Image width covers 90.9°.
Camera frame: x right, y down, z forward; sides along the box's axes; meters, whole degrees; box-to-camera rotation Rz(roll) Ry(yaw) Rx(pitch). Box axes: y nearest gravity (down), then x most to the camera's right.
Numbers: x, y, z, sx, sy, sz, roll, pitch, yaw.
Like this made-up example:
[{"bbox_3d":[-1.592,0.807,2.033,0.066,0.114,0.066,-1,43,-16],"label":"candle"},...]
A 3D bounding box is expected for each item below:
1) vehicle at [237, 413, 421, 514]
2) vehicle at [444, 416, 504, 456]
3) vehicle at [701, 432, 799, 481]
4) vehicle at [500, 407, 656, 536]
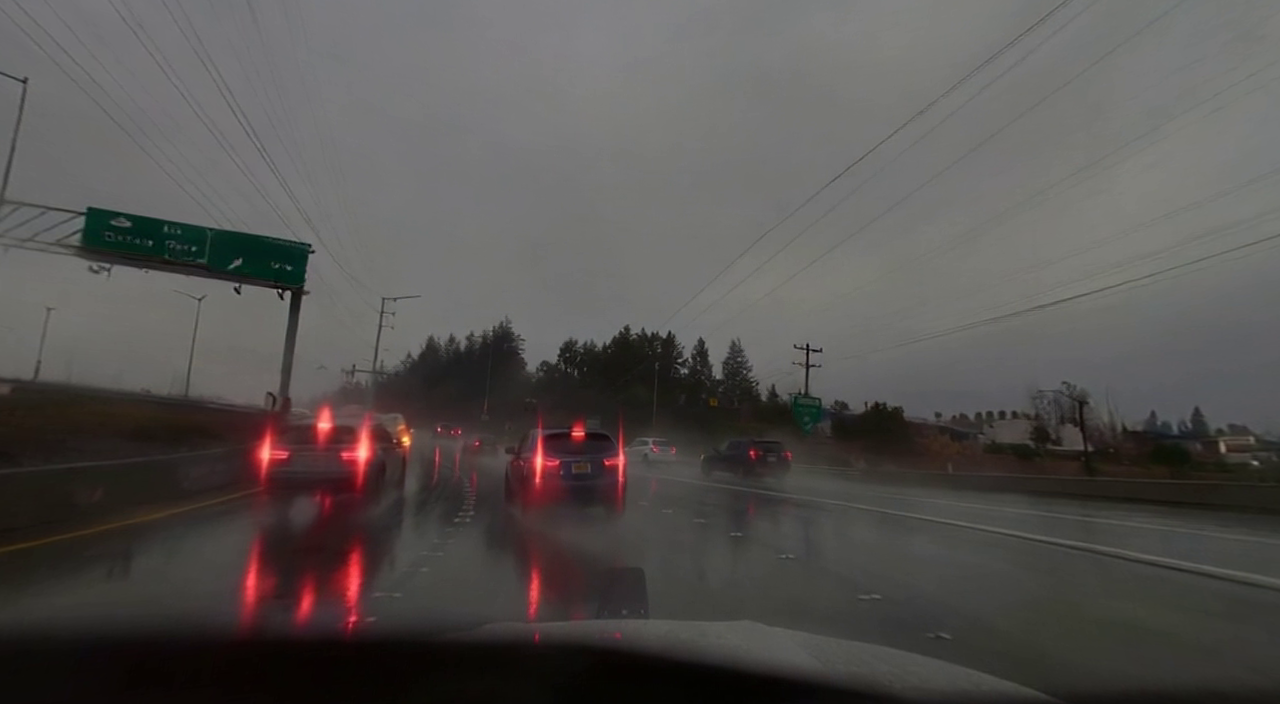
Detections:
[{"bbox_3d":[-5.561,2.050,12.026,2.033,1.501,4.623,2,-9,-12],"label":"vehicle"},{"bbox_3d":[-8.283,4.193,31.153,2.042,1.817,4.650,4,-9,-24],"label":"vehicle"},{"bbox_3d":[4.410,4.297,26.129,2.079,1.807,4.682,2,-9,-17],"label":"vehicle"},{"bbox_3d":[-1.283,1.952,10.871,2.140,1.724,4.304,2,-9,-12],"label":"vehicle"}]
